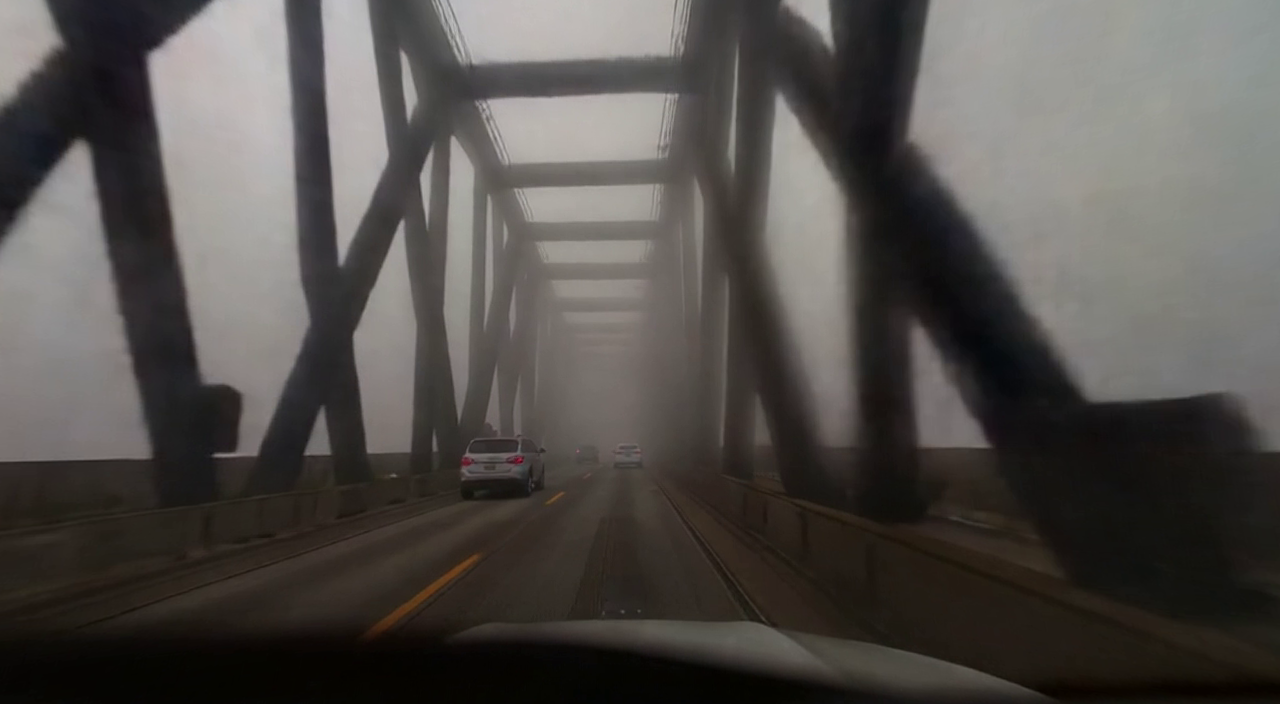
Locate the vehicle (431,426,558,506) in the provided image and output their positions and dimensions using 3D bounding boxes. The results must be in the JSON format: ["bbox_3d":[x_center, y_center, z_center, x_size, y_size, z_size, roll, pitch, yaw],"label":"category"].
[{"bbox_3d":[-3.664,2.995,16.990,2.190,1.807,4.741,-1,-9,1],"label":"vehicle"}]

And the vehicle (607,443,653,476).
[{"bbox_3d":[-0.481,5.124,30.336,2.048,1.450,3.973,0,-9,-1],"label":"vehicle"}]
